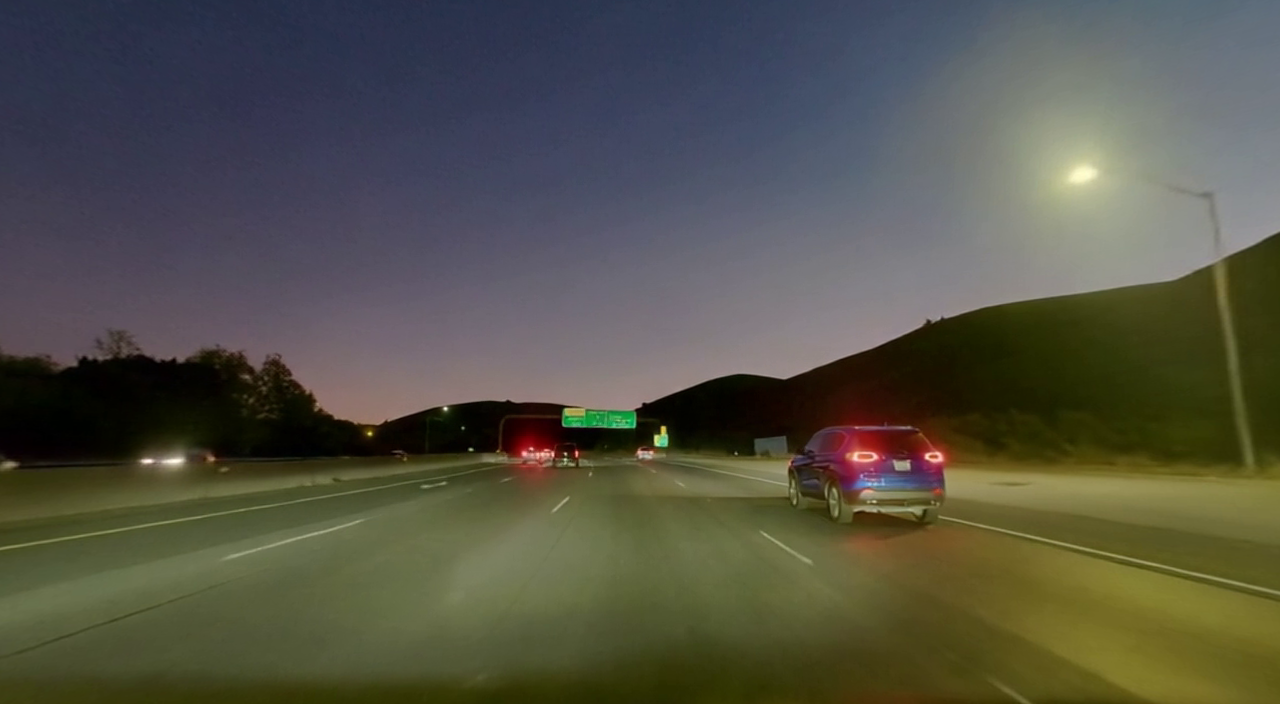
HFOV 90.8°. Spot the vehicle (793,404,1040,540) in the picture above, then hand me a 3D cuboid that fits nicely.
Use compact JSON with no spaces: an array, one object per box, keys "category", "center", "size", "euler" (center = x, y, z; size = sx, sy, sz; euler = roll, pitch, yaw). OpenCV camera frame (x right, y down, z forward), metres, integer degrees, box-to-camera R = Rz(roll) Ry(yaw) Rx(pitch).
[{"category":"vehicle","center":[4.509,2.061,11.421],"size":[2.103,1.903,4.837],"euler":[0,-9,-2]}]

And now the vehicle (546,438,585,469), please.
[{"category":"vehicle","center":[-5.456,7.535,46.887],"size":[2.537,2.121,5.251],"euler":[0,-9,-3]}]
